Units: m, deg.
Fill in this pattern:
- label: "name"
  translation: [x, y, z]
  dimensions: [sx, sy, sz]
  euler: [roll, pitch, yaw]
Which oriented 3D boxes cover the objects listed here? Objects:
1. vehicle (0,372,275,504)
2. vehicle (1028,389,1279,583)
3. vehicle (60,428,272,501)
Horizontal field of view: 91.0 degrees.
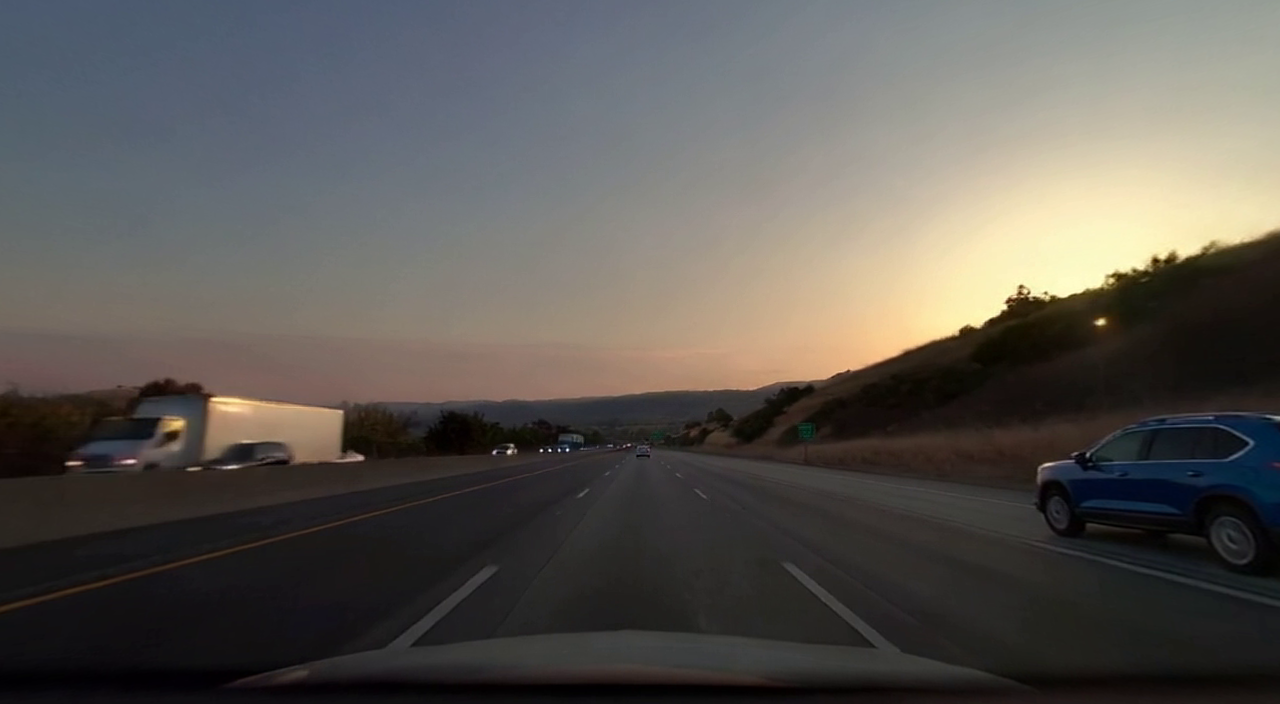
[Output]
- label: "vehicle"
  translation: [-16.840, 3.013, 21.559]
  dimensions: [2.944, 3.531, 9.250]
  euler: [0, -9, 1]
- label: "vehicle"
  translation: [7.264, 1.479, 7.307]
  dimensions: [2.186, 1.848, 5.136]
  euler: [0, -9, 0]
- label: "vehicle"
  translation: [-12.956, 3.103, 17.785]
  dimensions: [2.080, 1.752, 4.892]
  euler: [0, -9, 1]
